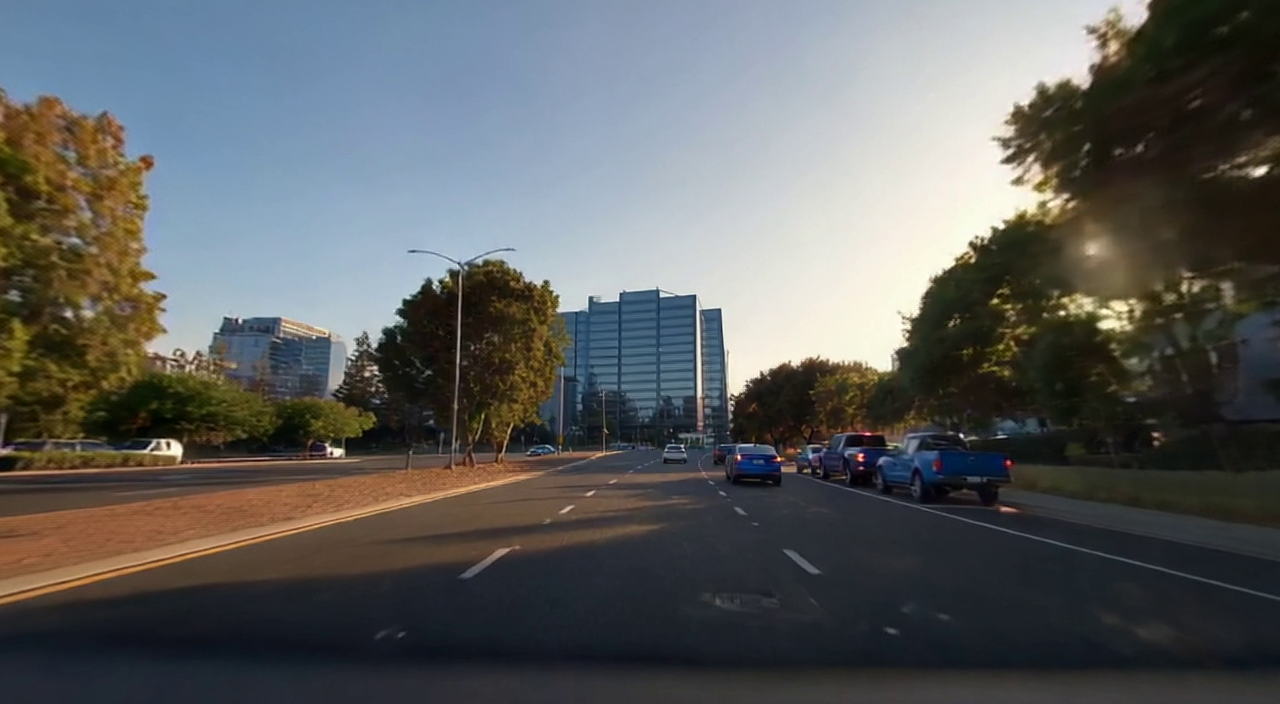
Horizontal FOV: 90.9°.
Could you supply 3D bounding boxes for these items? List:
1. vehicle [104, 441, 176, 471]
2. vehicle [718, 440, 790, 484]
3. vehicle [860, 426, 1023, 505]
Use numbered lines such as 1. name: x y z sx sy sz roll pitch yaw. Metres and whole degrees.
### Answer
1. vehicle: -27.723 5.733 34.917 4.266 1.583 2.078 -7 -11 38
2. vehicle: 4.223 4.144 24.110 1.981 1.499 4.536 0 -8 1
3. vehicle: 7.838 2.987 17.037 2.104 1.801 4.628 0 -8 1
